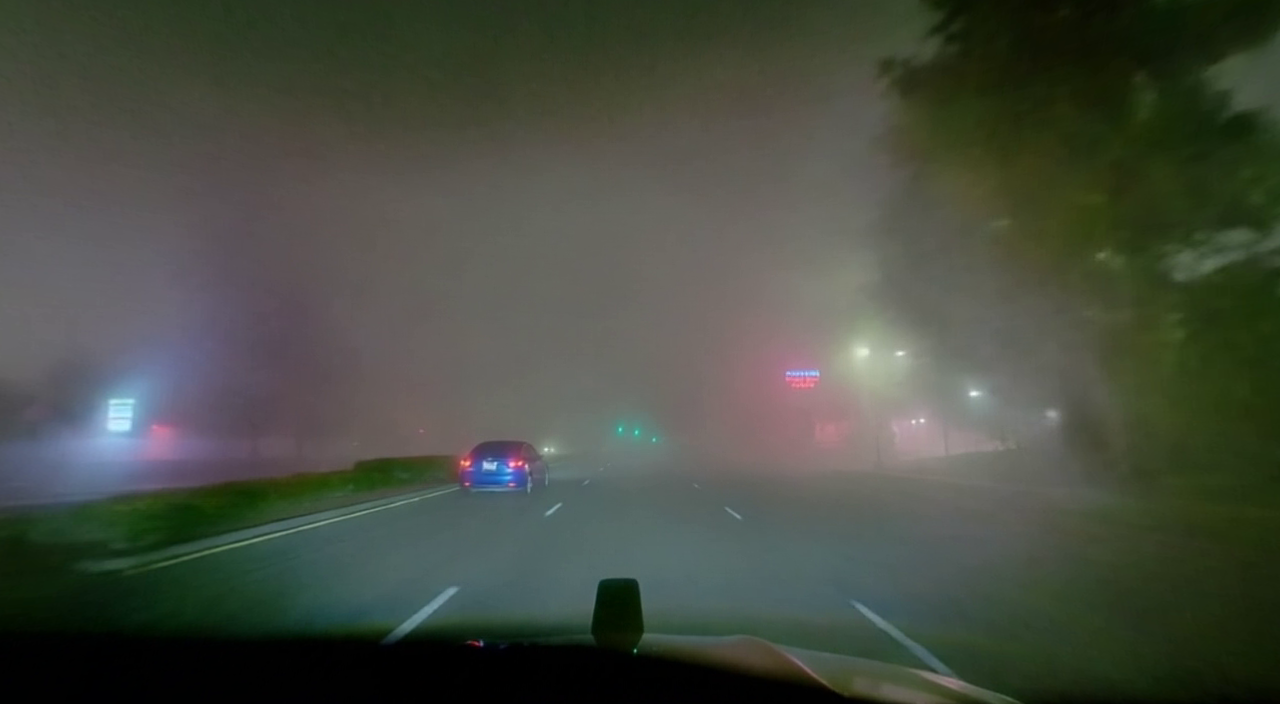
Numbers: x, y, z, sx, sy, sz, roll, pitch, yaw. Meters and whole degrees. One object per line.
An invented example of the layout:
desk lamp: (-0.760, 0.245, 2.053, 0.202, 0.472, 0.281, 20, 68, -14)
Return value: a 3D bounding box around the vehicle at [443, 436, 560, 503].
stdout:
vehicle: (-3.374, 2.935, 16.269, 2.005, 1.477, 4.169, 0, -8, 1)
